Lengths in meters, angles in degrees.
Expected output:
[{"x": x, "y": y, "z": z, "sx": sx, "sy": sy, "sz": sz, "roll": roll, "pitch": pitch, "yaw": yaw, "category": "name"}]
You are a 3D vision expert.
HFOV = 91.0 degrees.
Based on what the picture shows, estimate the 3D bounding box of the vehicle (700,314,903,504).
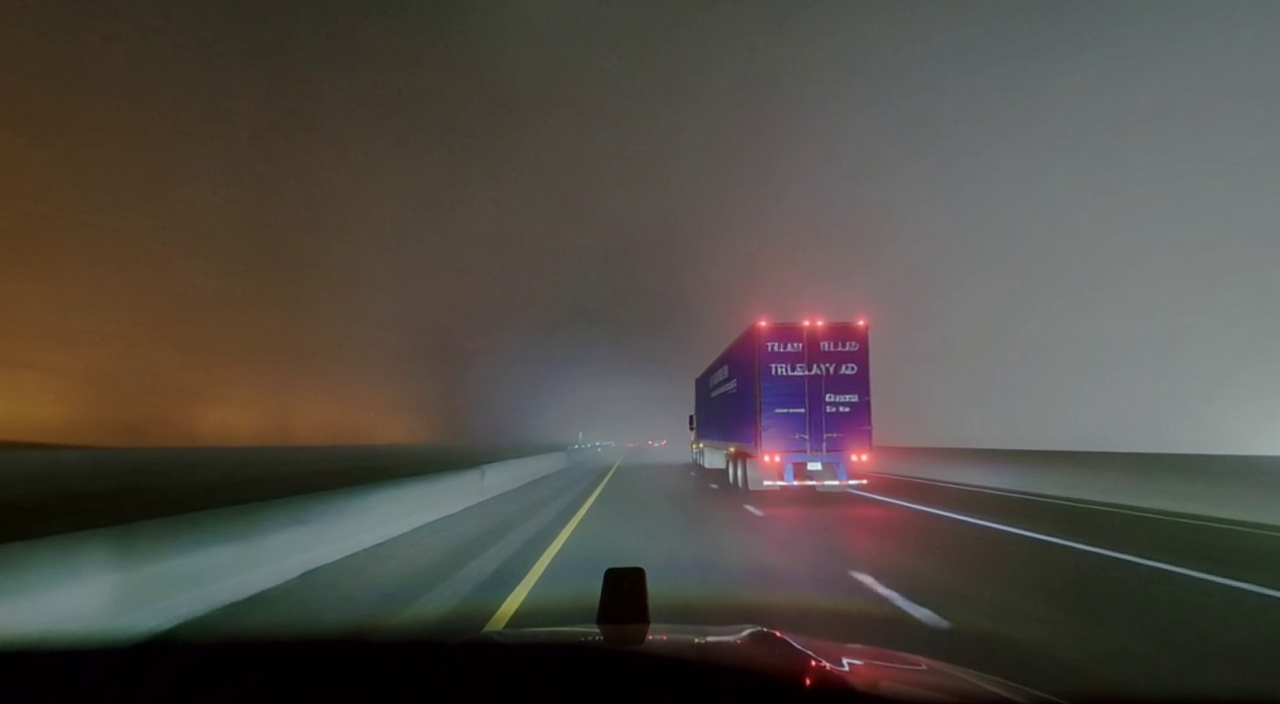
[{"x": 4.098, "y": 2.196, "z": 20.564, "sx": 3.006, "sy": 4.093, "sz": 14.142, "roll": 0, "pitch": -8, "yaw": 0, "category": "vehicle"}]
